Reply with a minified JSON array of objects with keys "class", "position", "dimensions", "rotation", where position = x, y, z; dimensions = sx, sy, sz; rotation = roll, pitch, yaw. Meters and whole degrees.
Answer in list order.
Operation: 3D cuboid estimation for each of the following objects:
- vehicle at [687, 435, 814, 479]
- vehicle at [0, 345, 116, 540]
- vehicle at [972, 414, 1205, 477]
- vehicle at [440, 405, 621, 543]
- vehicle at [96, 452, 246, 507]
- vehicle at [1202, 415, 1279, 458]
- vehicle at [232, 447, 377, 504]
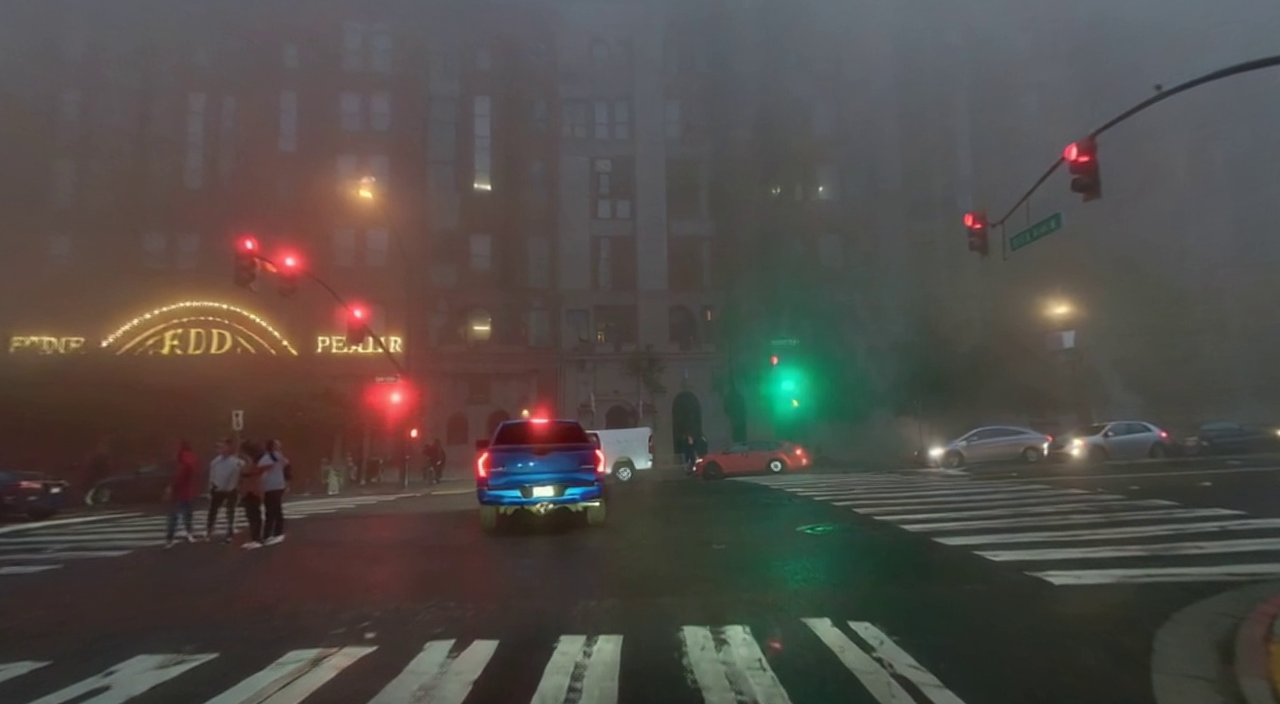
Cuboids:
[{"class":"vehicle","position":[4.108,3.995,24.082],"dimensions":[4.515,1.583,1.920],"rotation":[0,-8,3]},{"class":"vehicle","position":[-22.259,2.386,16.537],"dimensions":[13.729,4.662,3.300],"rotation":[0,-8,0]},{"class":"vehicle","position":[11.461,2.418,16.361],"dimensions":[4.600,1.506,1.878],"rotation":[0,-8,-2]},{"class":"vehicle","position":[-2.434,2.232,12.336],"dimensions":[2.477,2.020,5.534],"rotation":[3,-9,-20]},{"class":"vehicle","position":[-18.833,5.113,25.479],"dimensions":[4.398,2.057,1.959],"rotation":[0,-8,-1]},{"class":"vehicle","position":[25.748,3.474,25.759],"dimensions":[3.662,1.666,1.937],"rotation":[0,-8,-1]},{"class":"vehicle","position":[-13.456,4.942,25.478],"dimensions":[4.799,1.909,2.011],"rotation":[-3,-7,2]}]
